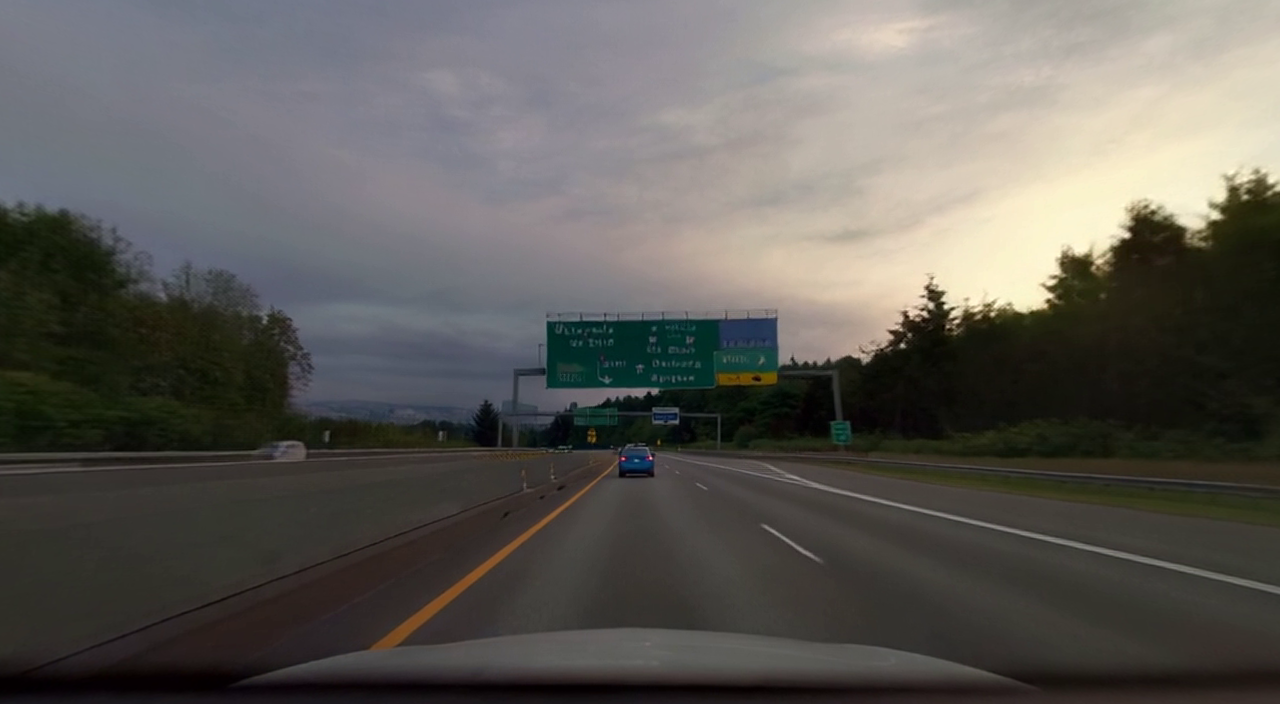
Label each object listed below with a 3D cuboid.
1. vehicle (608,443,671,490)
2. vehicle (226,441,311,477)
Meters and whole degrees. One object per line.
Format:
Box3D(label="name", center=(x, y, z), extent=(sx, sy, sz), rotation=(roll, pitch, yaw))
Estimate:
Box3D(label="vehicle", center=(-0.020, 4.066, 22.655), extent=(2.069, 1.523, 4.012), rotation=(0, -9, 0))
Box3D(label="vehicle", center=(-18.196, 5.253, 31.104), extent=(1.995, 1.617, 3.888), rotation=(1, -9, -4))
